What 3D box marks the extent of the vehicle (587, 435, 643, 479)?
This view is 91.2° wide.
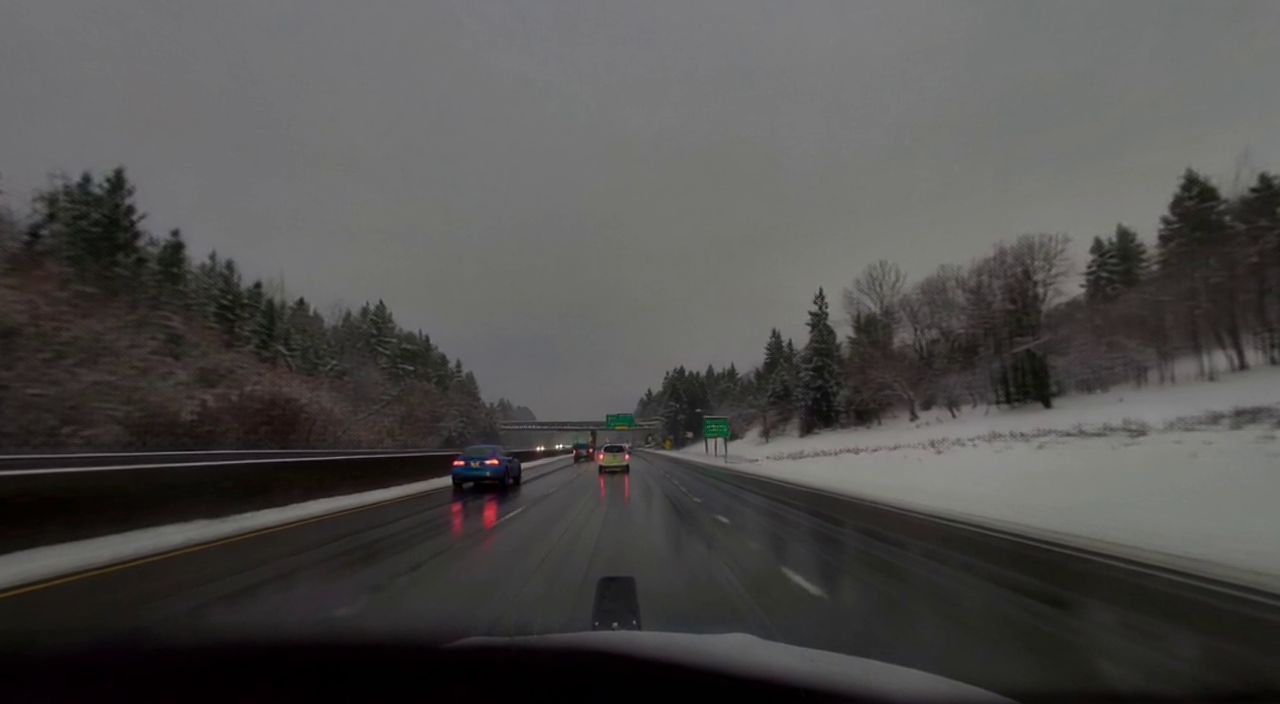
[{"bbox_3d":[-1.035,4.478,26.866,2.220,1.711,4.056,0,-9,-1],"label":"vehicle"}]

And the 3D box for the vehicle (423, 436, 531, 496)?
[{"bbox_3d":[-4.859,3.471,19.462,2.103,1.588,4.709,-1,-9,0],"label":"vehicle"}]
